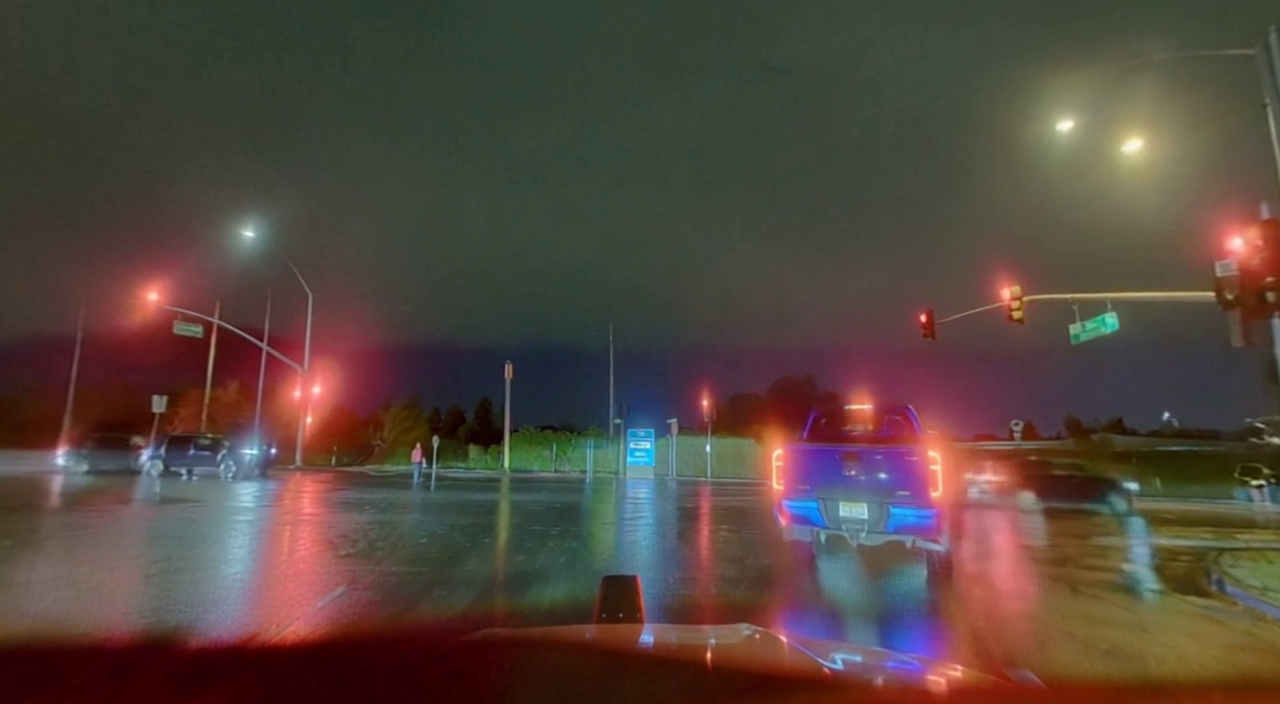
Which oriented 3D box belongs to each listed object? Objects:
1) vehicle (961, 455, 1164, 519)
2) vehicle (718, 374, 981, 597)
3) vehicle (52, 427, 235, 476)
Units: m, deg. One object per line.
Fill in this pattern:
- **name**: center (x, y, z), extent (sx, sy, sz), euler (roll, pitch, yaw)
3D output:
- **vehicle**: center (12.453, 3.961, 18.766), extent (4.695, 1.729, 2.067), euler (1, -9, -7)
- **vehicle**: center (3.407, 1.915, 10.171), extent (2.851, 2.400, 5.978), euler (-3, -9, 21)
- **vehicle**: center (-17.201, 3.482, 22.082), extent (4.750, 1.525, 1.964), euler (7, -11, -39)
